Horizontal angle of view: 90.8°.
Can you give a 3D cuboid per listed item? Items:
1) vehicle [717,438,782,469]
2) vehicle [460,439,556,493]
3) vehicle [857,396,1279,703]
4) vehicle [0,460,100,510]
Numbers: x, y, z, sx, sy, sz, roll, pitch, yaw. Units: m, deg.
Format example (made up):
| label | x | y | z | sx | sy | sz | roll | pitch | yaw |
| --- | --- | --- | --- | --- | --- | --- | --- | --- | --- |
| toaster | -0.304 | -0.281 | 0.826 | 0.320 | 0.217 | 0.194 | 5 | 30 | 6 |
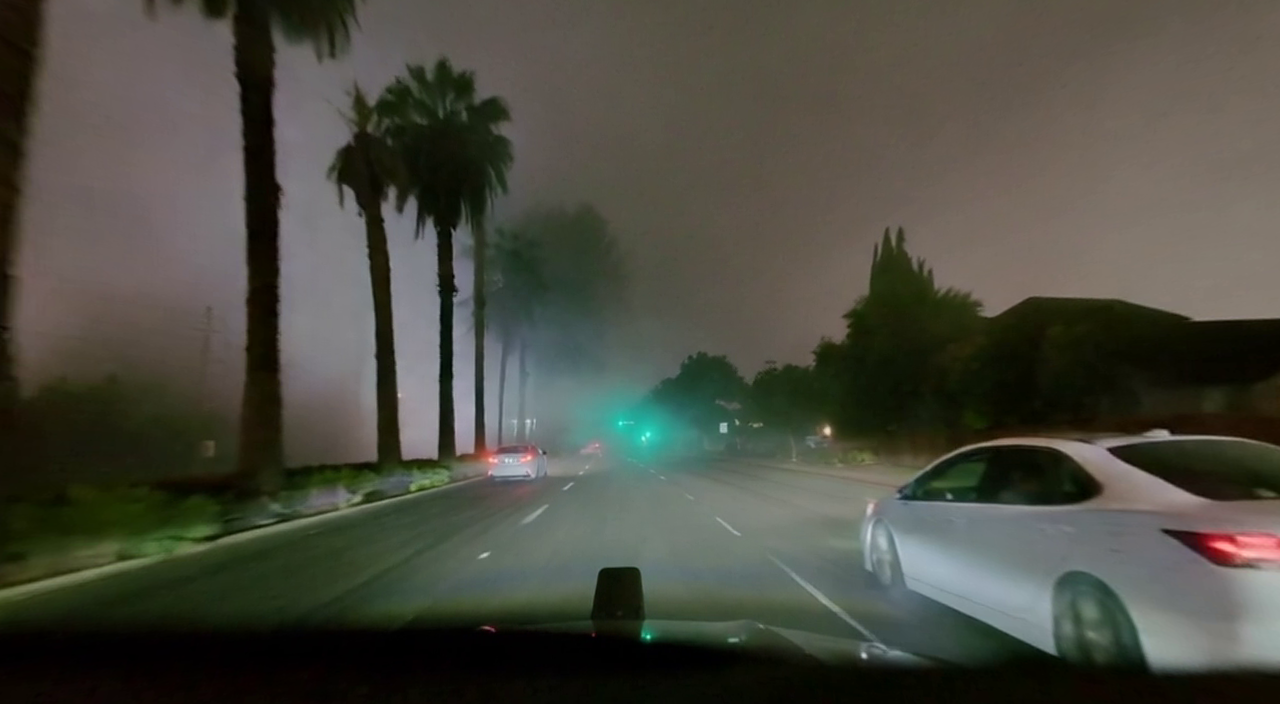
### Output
| label | x | y | z | sx | sy | sz | roll | pitch | yaw |
| --- | --- | --- | --- | --- | --- | --- | --- | --- | --- |
| vehicle | 5.984 | 5.665 | 35.356 | 2.169 | 1.559 | 5.849 | 0 | -9 | -4 |
| vehicle | -3.970 | 3.510 | 19.847 | 2.108 | 1.475 | 4.555 | 0 | -9 | -1 |
| vehicle | 3.023 | 1.056 | 3.357 | 1.941 | 1.424 | 4.720 | 0 | -9 | -2 |
| vehicle | -21.485 | 4.575 | 21.585 | 2.191 | 1.482 | 4.661 | -4 | -8 | -3 |
